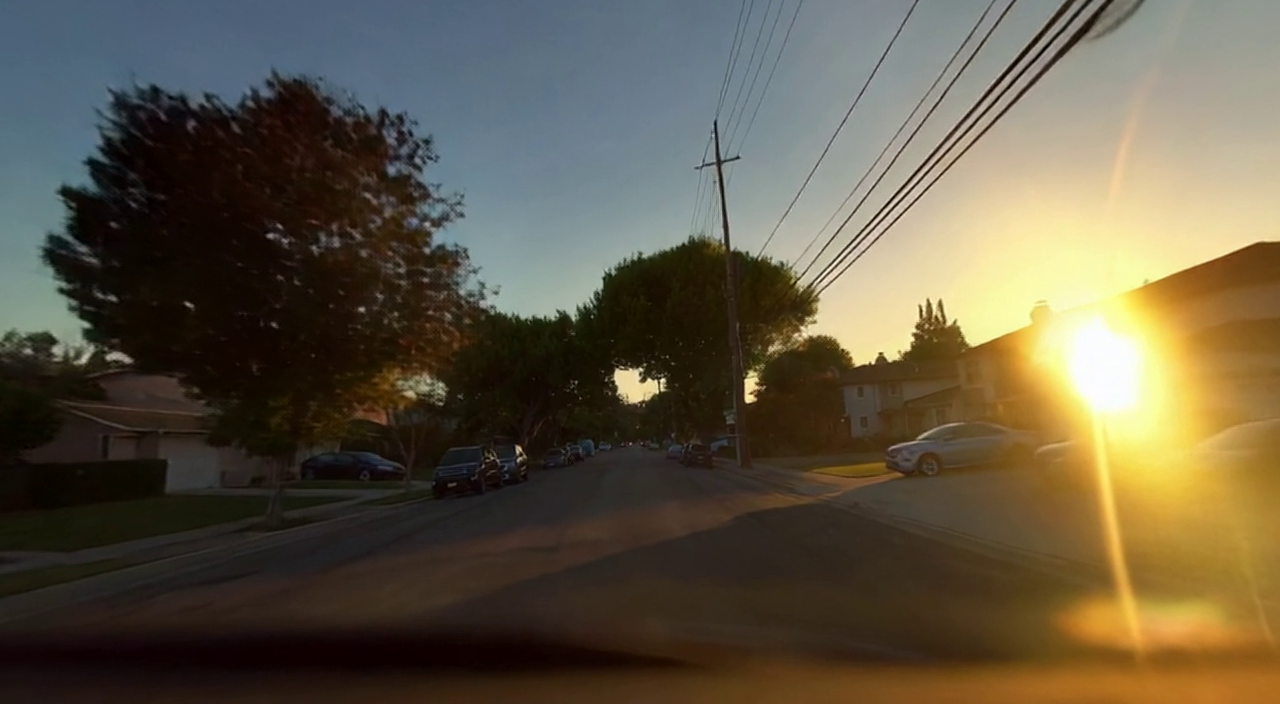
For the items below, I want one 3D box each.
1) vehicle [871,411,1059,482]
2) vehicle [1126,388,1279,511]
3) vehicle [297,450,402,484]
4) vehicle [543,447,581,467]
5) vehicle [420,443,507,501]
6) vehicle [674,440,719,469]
[{"bbox_3d":[9.850,2.859,19.408,4.559,1.843,2.081,-2,-7,-4],"label":"vehicle"},{"bbox_3d":[11.116,1.535,10.125,4.782,1.748,2.106,-1,-9,2],"label":"vehicle"},{"bbox_3d":[-16.083,6.390,35.174,4.706,1.681,2.389,-2,-8,5],"label":"vehicle"},{"bbox_3d":[-6.043,8.206,49.281,2.199,1.439,4.757,0,-9,2],"label":"vehicle"},{"bbox_3d":[-6.206,4.206,22.655,2.035,1.736,3.955,-3,-8,-1],"label":"vehicle"},{"bbox_3d":[3.442,6.312,39.296,2.247,1.618,4.655,1,-8,-1],"label":"vehicle"}]
